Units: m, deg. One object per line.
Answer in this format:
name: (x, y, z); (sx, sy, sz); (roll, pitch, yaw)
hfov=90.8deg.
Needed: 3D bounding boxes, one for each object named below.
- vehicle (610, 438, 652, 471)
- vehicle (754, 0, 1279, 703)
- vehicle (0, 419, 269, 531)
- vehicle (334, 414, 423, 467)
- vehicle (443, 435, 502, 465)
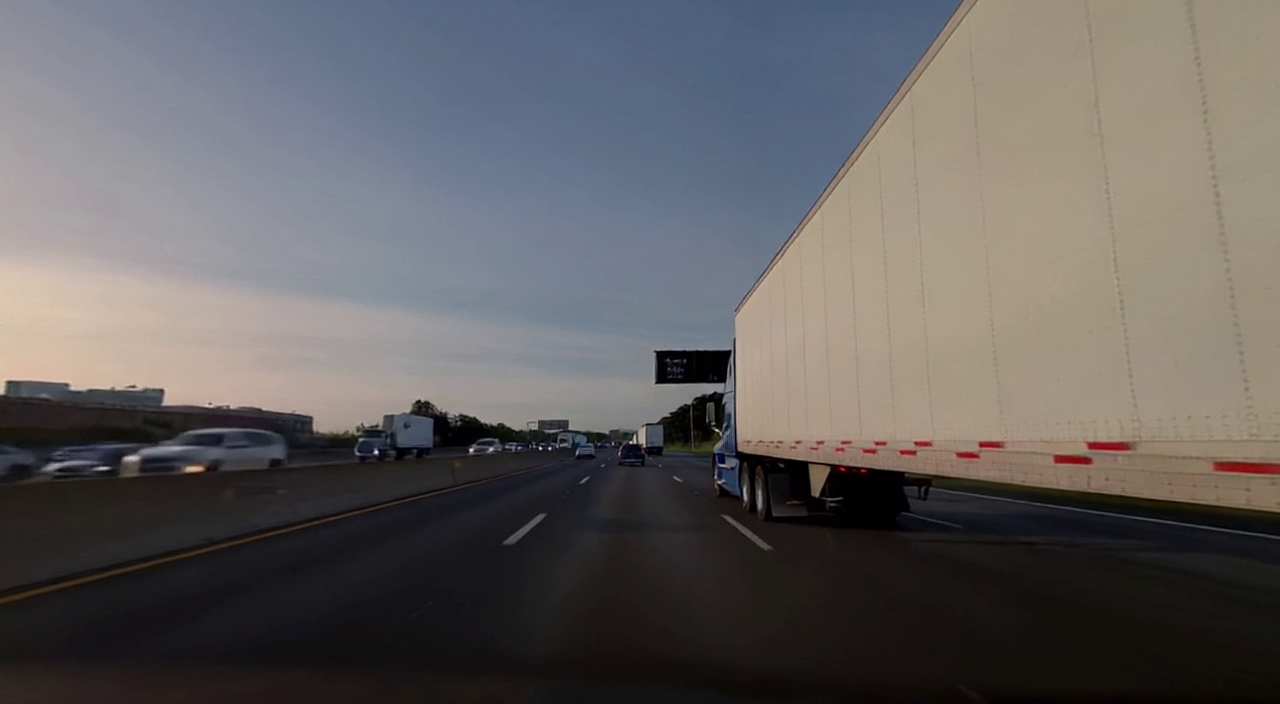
vehicle: (-0.500, 5.590, 34.495); (2.191, 1.685, 4.015); (0, -9, -1)
vehicle: (3.421, -0.343, 1.784); (2.996, 4.123, 15.965); (0, -9, -1)
vehicle: (-9.516, 2.225, 11.961); (2.153, 1.681, 4.705); (0, -9, -1)
vehicle: (-17.902, 6.215, 43.859); (2.906, 3.329, 7.651); (0, -9, -1)
vehicle: (-10.543, 6.244, 40.222); (2.472, 1.758, 4.813); (0, -9, -1)
